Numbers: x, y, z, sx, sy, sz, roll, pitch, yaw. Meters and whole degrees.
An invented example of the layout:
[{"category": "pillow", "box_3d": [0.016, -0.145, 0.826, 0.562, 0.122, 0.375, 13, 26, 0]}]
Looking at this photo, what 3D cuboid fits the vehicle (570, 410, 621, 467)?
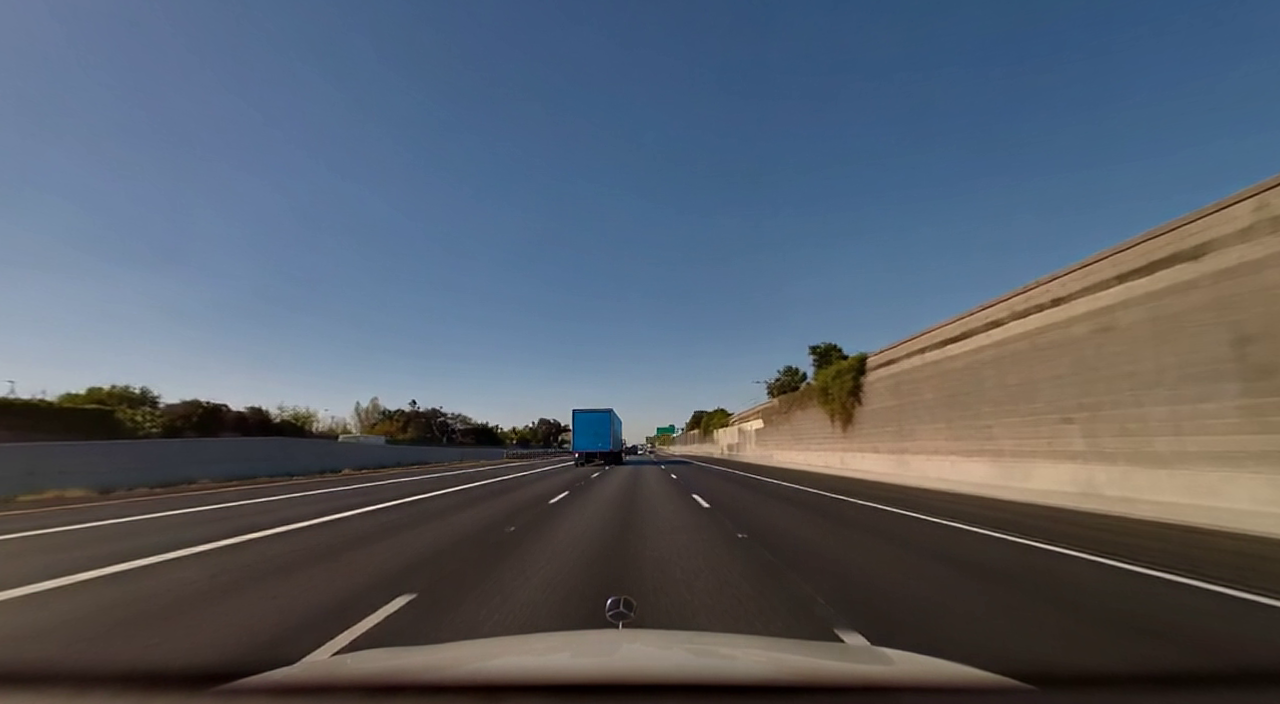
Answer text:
[{"category": "vehicle", "box_3d": [-3.255, 6.834, 49.344, 3.059, 3.956, 11.036, 0, -9, 1]}]
